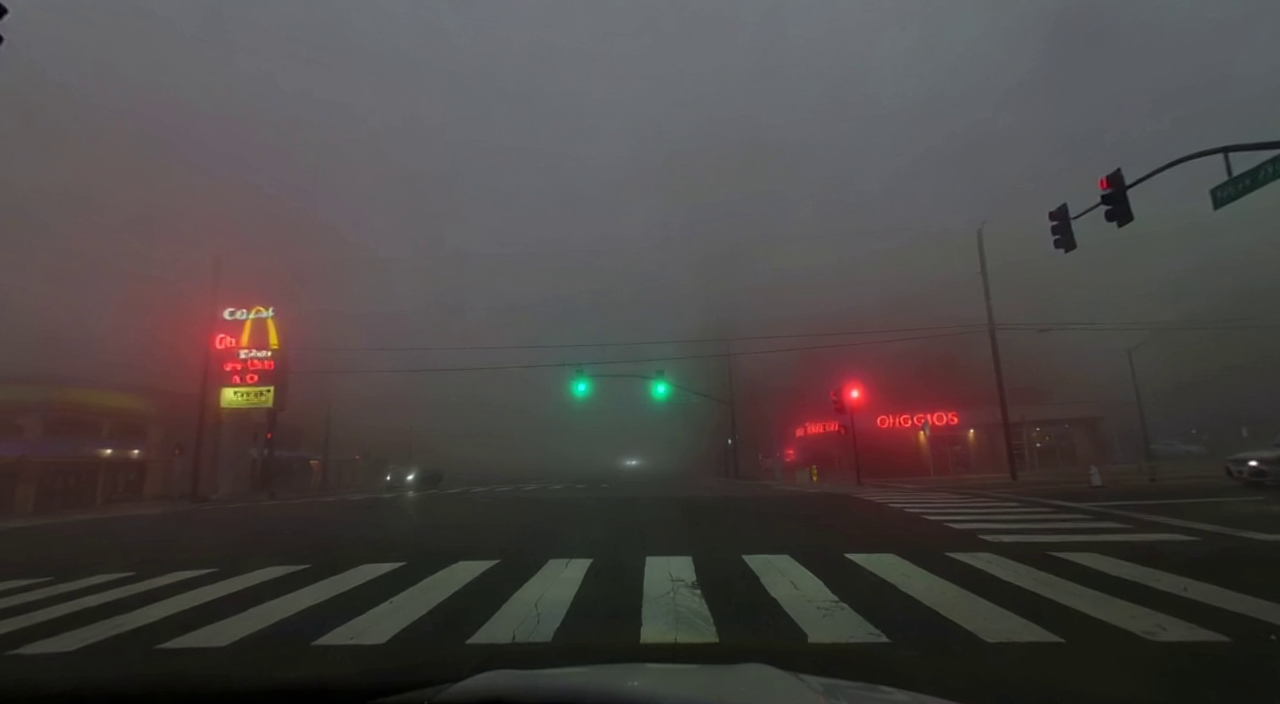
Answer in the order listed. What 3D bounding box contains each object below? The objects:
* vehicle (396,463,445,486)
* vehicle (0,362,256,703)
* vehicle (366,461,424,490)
[{"bbox_3d":[-15.755,8.827,45.417,1.931,1.471,4.152,0,-9,1],"label":"vehicle"},{"bbox_3d":[-3.415,0.734,1.409,2.081,1.644,4.523,0,-9,3],"label":"vehicle"},{"bbox_3d":[-19.231,9.701,49.817,2.227,2.033,5.614,0,-9,1],"label":"vehicle"}]
